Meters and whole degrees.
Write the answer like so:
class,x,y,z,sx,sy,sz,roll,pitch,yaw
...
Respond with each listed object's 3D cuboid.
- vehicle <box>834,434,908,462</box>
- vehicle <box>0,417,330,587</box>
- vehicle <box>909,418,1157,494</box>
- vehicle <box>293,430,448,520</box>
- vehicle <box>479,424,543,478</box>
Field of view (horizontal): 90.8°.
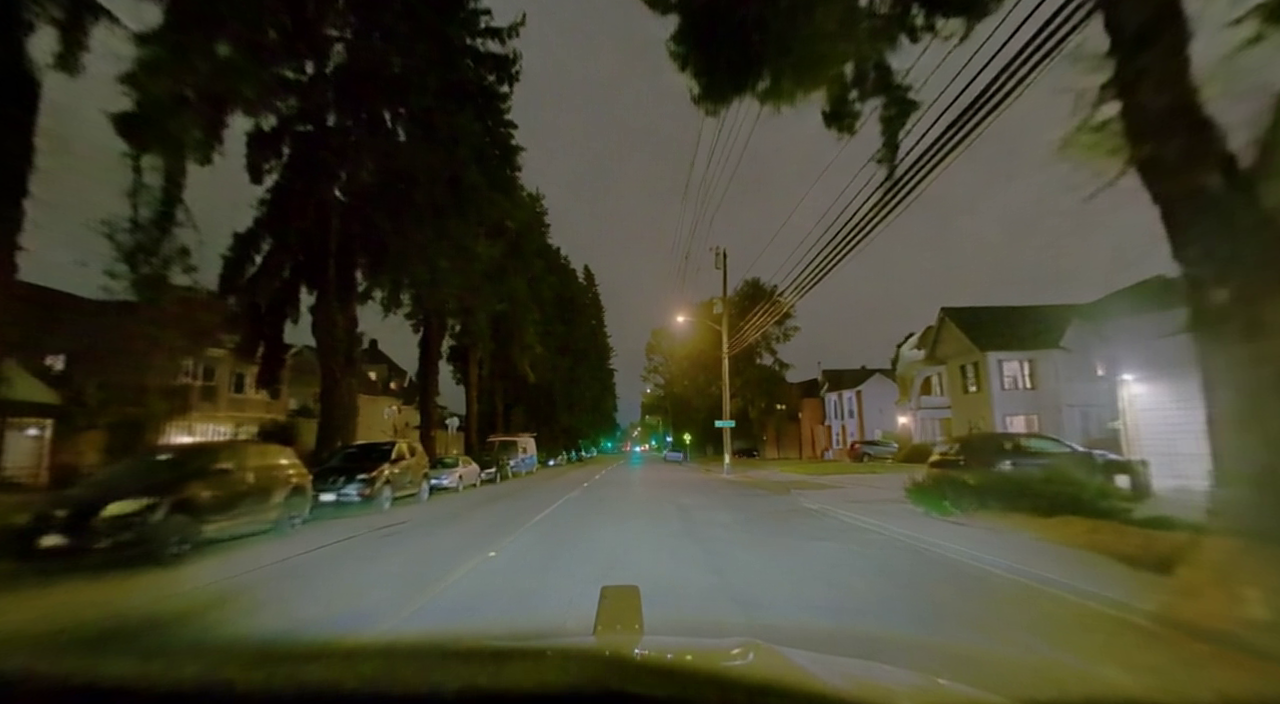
class,x,y,z,sx,sy,sz,roll,pitch,yaw
vehicle,15.747,6.619,43.206,4.275,1.645,1.874,-3,-11,0
vehicle,-6.645,2.005,9.212,1.922,1.801,4.516,-2,-9,0
vehicle,9.819,2.627,16.097,4.979,1.769,1.943,0,-8,-1
vehicle,-6.478,3.036,15.899,1.941,1.832,4.666,-2,-10,-1
vehicle,-7.009,5.509,35.100,2.439,2.724,5.647,-1,-9,-1
